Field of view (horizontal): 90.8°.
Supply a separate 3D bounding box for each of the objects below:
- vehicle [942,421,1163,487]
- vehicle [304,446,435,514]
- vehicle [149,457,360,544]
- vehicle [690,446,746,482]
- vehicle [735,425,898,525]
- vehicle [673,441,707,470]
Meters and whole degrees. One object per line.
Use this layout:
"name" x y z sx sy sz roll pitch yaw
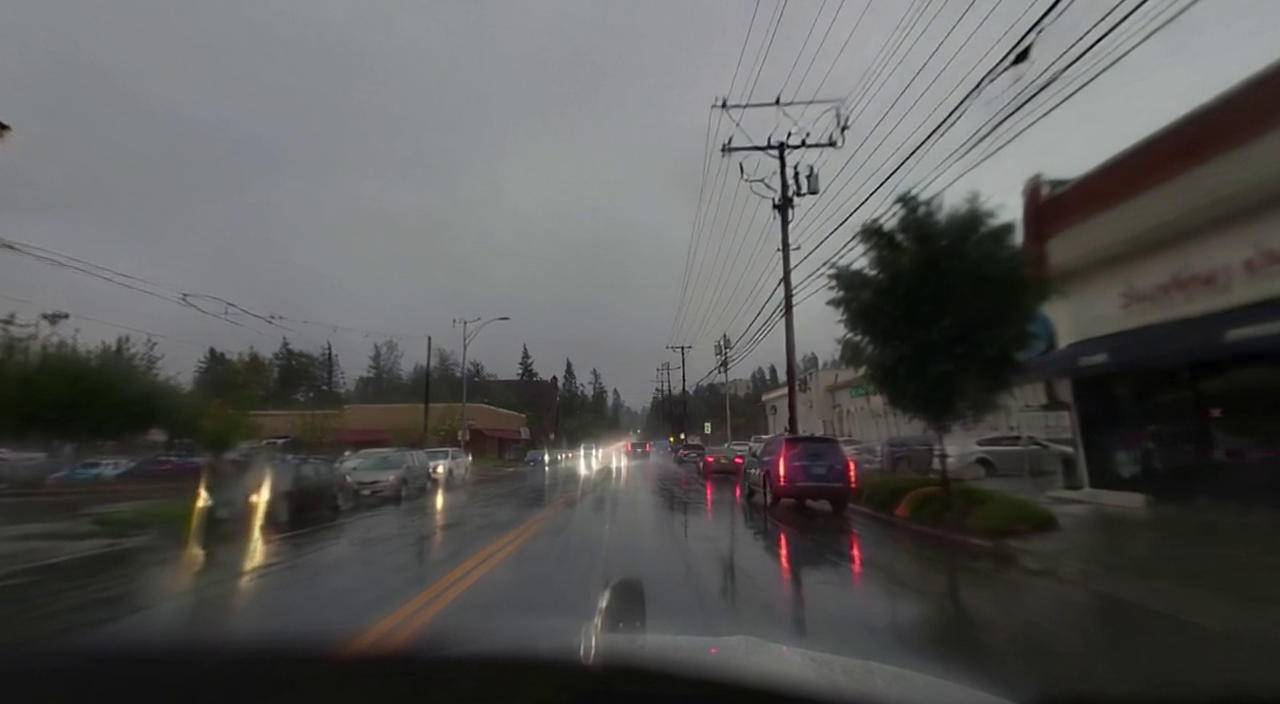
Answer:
"vehicle" 11.282 2.830 17.586 4.711 1.587 1.909 -2 -8 3
"vehicle" -8.500 4.006 20.422 2.045 1.820 4.858 0 -7 0
"vehicle" -8.648 3.321 14.862 2.022 1.501 4.860 0 -7 -1
"vehicle" 3.464 5.039 28.739 1.866 1.439 4.482 0 -9 -1
"vehicle" 3.520 2.566 13.730 2.088 1.765 4.704 0 -9 -1
"vehicle" 3.336 7.098 43.276 2.025 1.843 4.883 -1 -10 1
